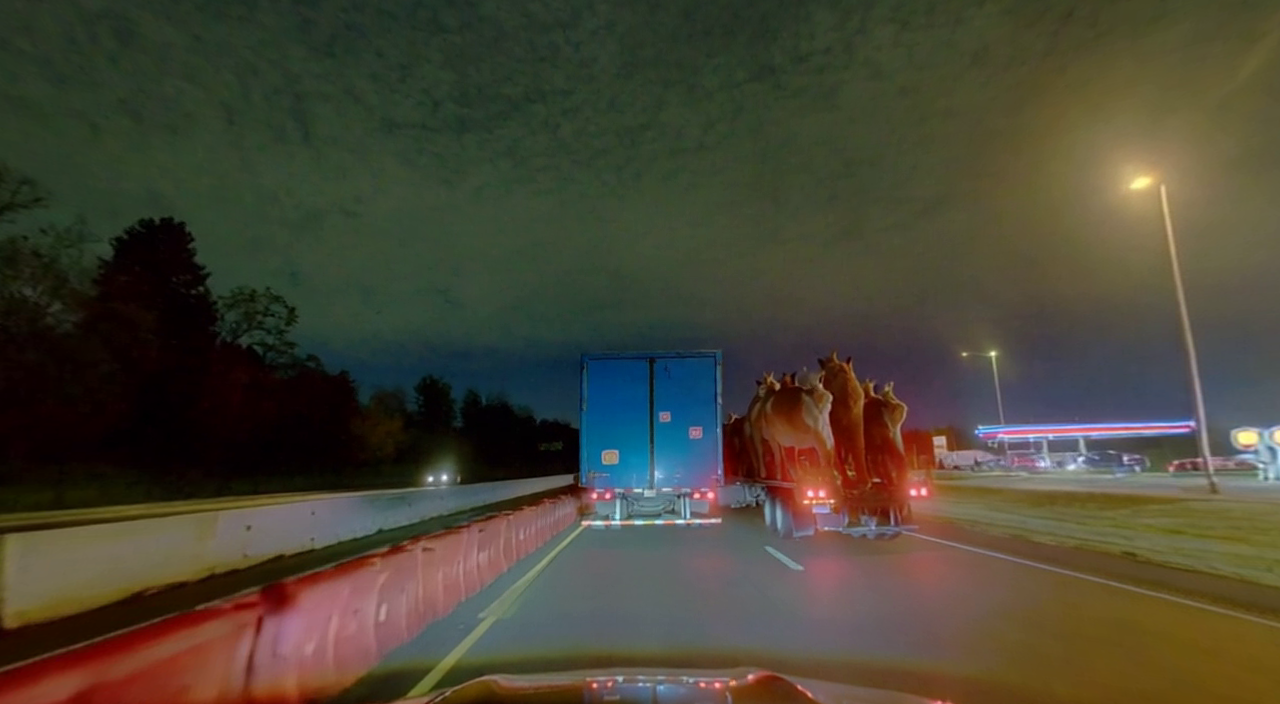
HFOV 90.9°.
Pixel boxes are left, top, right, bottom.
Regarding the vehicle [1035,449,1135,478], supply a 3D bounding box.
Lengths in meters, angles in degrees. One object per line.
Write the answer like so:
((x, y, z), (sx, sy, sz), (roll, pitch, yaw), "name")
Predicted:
((24.615, 6.216, 35.059), (1.762, 1.470, 4.485), (3, -11, -10), "vehicle")

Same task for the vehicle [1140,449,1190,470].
((38.448, 7.890, 46.099), (3.565, 1.448, 1.866), (8, -13, -36), "vehicle")

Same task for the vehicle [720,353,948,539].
((4.419, 2.691, 17.240), (2.936, 3.640, 9.443), (1, -10, -2), "vehicle")

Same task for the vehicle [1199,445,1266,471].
((36.662, 6.605, 38.939), (4.315, 1.469, 1.823), (7, -12, -32), "vehicle")

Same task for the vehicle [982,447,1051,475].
((24.764, 7.219, 41.626), (1.919, 1.722, 4.024), (1, -10, -2), "vehicle")

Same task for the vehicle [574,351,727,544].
((0.090, 2.414, 15.284), (2.618, 3.306, 8.676), (1, -10, -1), "vehicle")
